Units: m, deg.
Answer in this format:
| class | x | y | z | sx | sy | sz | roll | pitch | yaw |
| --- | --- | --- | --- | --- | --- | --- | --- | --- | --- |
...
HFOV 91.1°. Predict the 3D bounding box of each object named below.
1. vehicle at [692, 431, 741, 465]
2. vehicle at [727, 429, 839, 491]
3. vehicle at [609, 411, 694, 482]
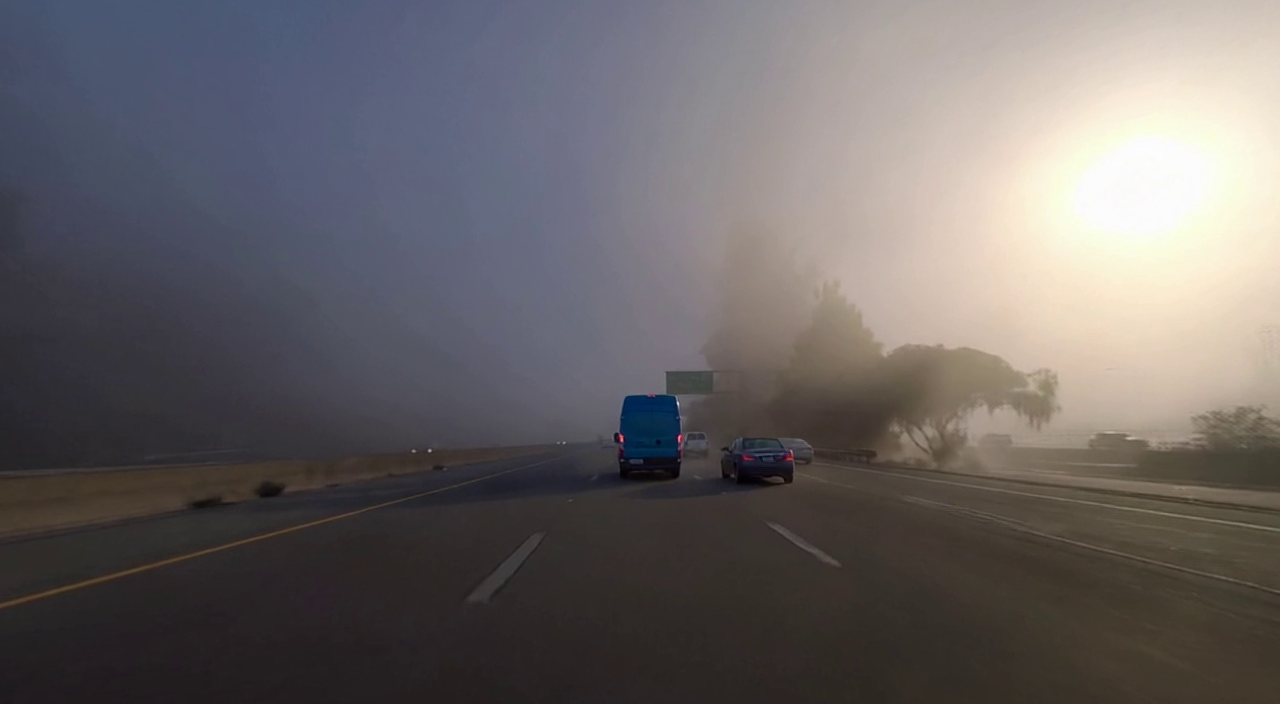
| class | x | y | z | sx | sy | sz | roll | pitch | yaw |
| --- | --- | --- | --- | --- | --- | --- | --- | --- | --- |
| vehicle | 4.021 | 5.132 | 33.709 | 2.019 | 1.662 | 3.977 | 0 | -8 | -2 |
| vehicle | 3.775 | 2.929 | 17.351 | 2.099 | 1.510 | 3.784 | 0 | -8 | -2 |
| vehicle | 0.256 | 3.212 | 21.498 | 2.546 | 2.087 | 5.404 | 0 | -8 | -2 |
